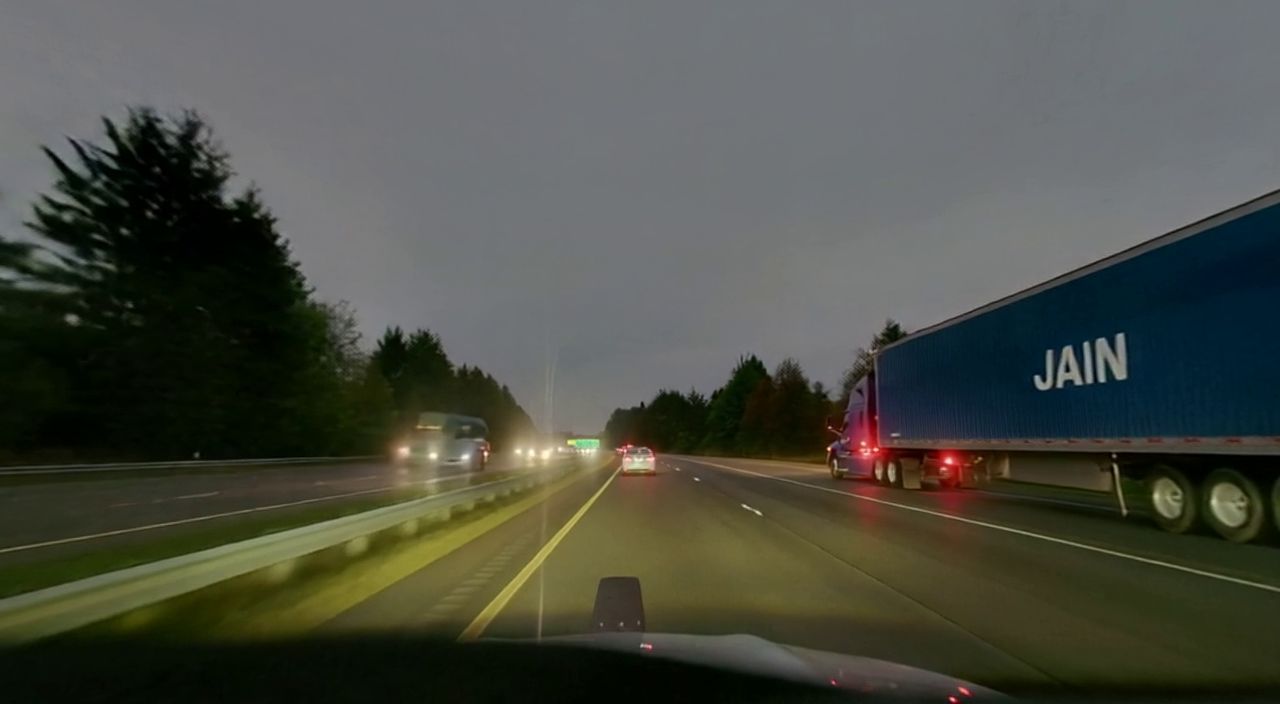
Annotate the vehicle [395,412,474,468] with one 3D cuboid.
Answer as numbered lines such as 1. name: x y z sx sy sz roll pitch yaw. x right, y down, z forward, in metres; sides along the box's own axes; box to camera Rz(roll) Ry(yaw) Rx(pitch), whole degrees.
1. vehicle: -13.318 5.832 41.550 2.649 3.362 7.432 0 -9 0

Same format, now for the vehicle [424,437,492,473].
1. vehicle: -8.753 5.016 30.746 1.984 1.613 4.329 0 -9 1

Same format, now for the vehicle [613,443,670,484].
1. vehicle: 0.048 4.496 25.704 2.114 1.523 4.012 0 -9 0
